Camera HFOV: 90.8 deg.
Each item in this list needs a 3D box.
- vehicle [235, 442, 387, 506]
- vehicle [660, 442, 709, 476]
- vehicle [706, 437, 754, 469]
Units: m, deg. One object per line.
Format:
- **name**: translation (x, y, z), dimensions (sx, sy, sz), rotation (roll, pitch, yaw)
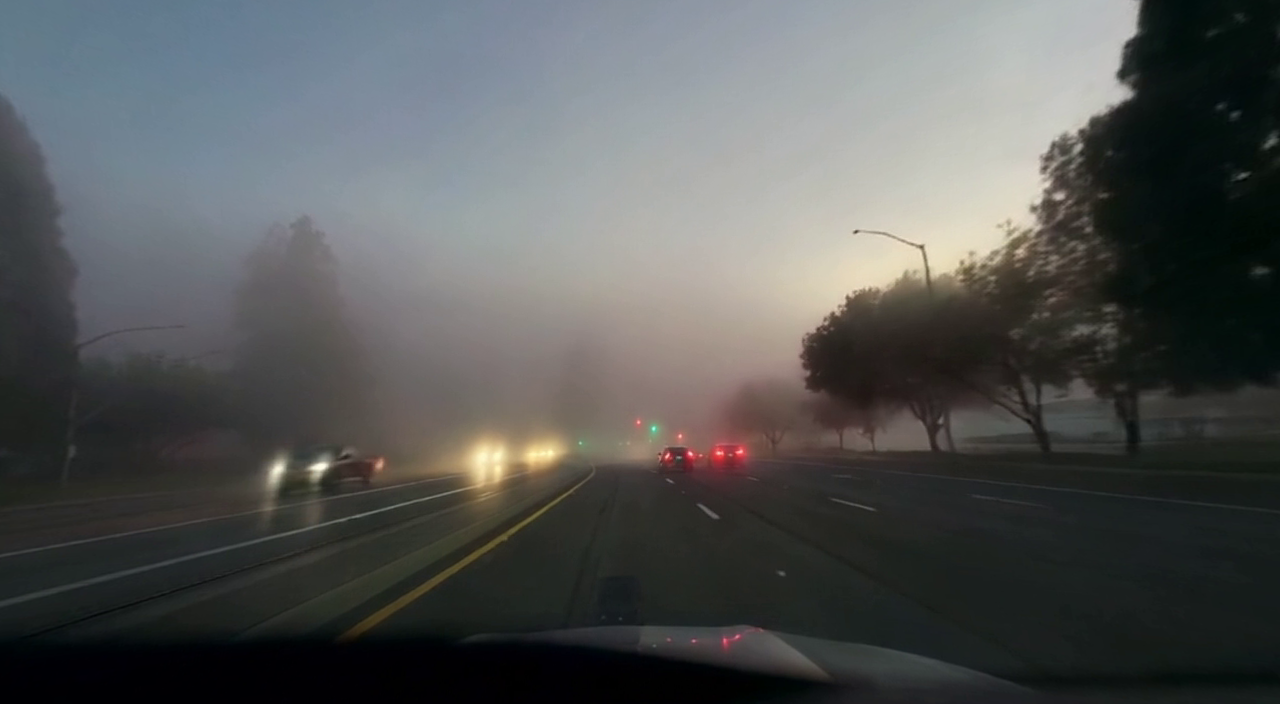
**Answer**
- **vehicle**: translation (-9.149, 3.398, 18.148), dimensions (1.843, 1.564, 4.811), rotation (0, -9, -1)
- **vehicle**: translation (2.170, 5.329, 31.742), dimensions (1.917, 1.538, 4.259), rotation (0, -9, -3)
- **vehicle**: translation (5.300, 5.995, 37.688), dimensions (1.946, 1.773, 4.641), rotation (0, -9, -3)
